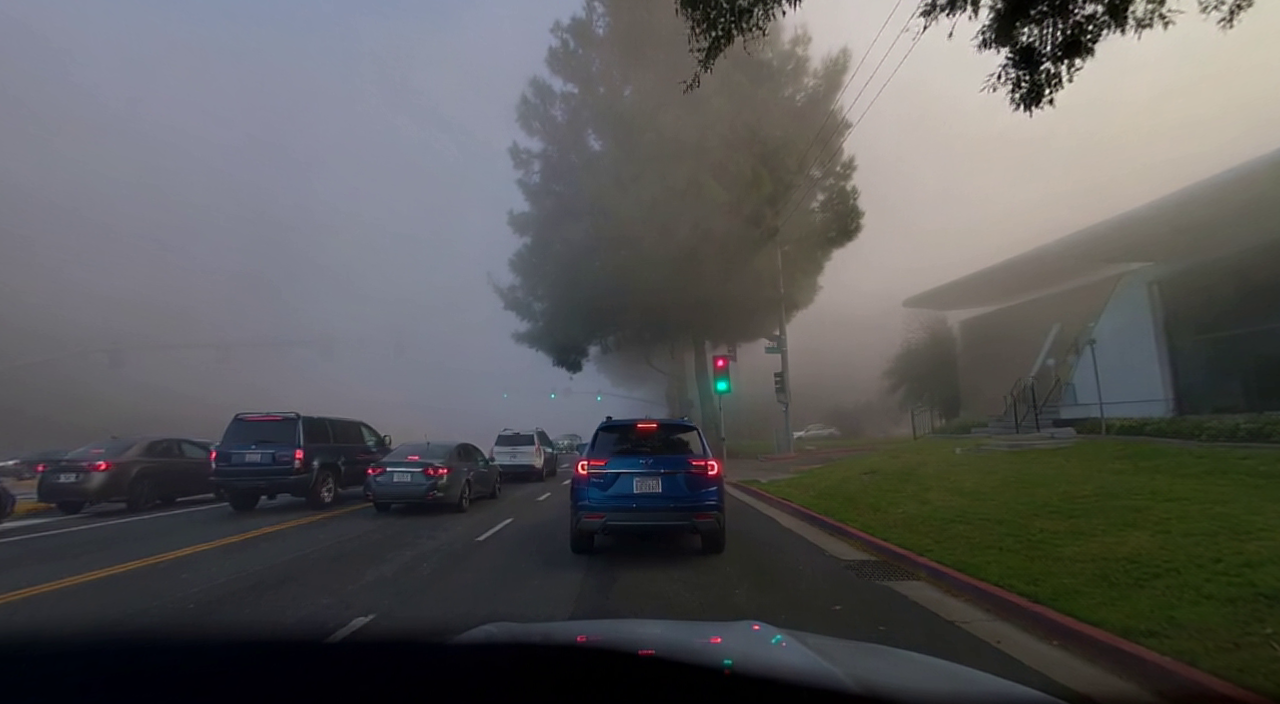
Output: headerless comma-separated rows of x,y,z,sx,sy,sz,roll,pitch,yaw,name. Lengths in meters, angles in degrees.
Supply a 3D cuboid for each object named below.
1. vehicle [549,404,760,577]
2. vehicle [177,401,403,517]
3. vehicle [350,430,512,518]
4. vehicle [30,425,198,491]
0.102,1.676,8.400,2.055,1.681,4.270,0,-9,-1,vehicle
-7.403,2.348,14.245,2.195,2.093,5.185,0,-9,-2,vehicle
-4.087,2.453,13.208,1.942,1.523,4.212,0,-9,0,vehicle
-17.678,3.575,21.589,2.136,1.976,4.342,0,-9,-4,vehicle
